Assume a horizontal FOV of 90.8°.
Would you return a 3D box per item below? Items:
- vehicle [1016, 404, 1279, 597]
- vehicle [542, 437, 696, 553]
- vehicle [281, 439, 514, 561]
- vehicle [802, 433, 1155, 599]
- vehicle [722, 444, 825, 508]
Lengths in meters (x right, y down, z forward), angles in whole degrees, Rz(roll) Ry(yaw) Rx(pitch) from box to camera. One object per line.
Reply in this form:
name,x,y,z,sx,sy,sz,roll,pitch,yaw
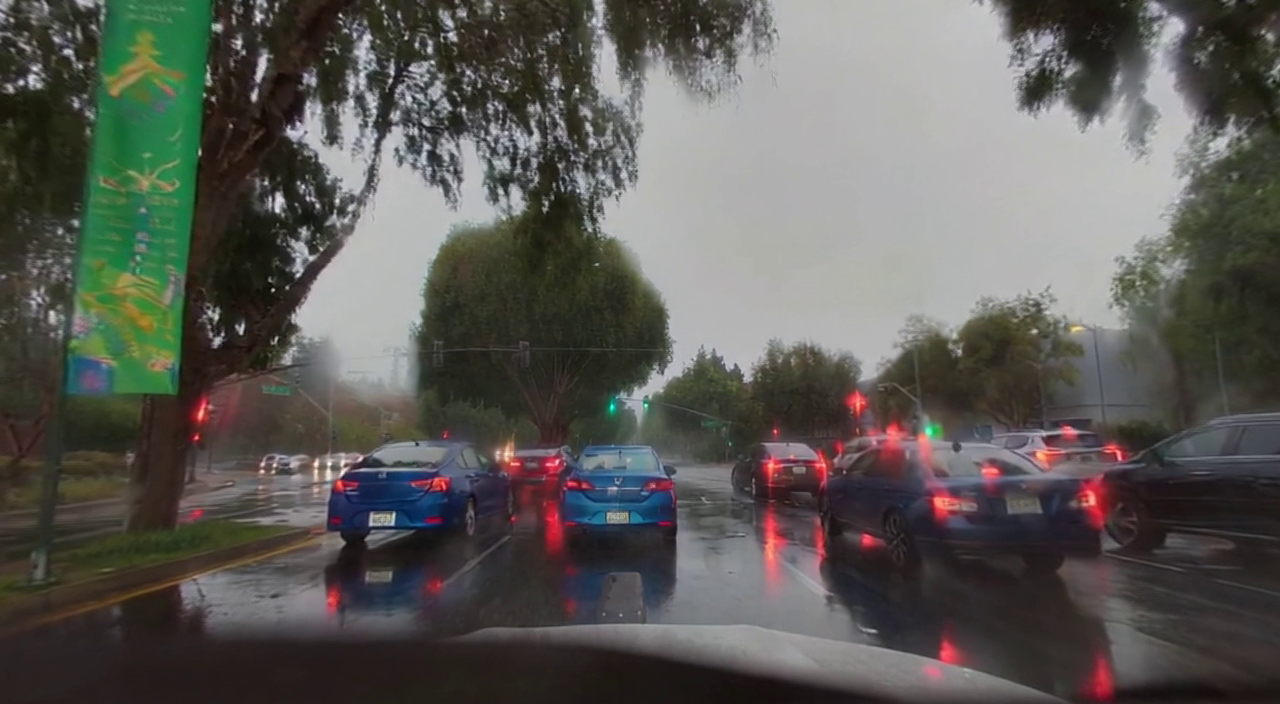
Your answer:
vehicle,6.884,1.555,7.106,2.099,1.749,5.098,0,-9,-1
vehicle,-0.295,2.129,10.067,1.994,1.479,3.647,0,-9,-1
vehicle,-3.354,2.109,9.782,1.929,1.457,4.136,0,-9,0
vehicle,3.637,1.816,7.987,1.953,1.471,4.470,0,-8,0
vehicle,3.434,3.243,17.030,1.852,1.498,3.825,0,-9,-1
